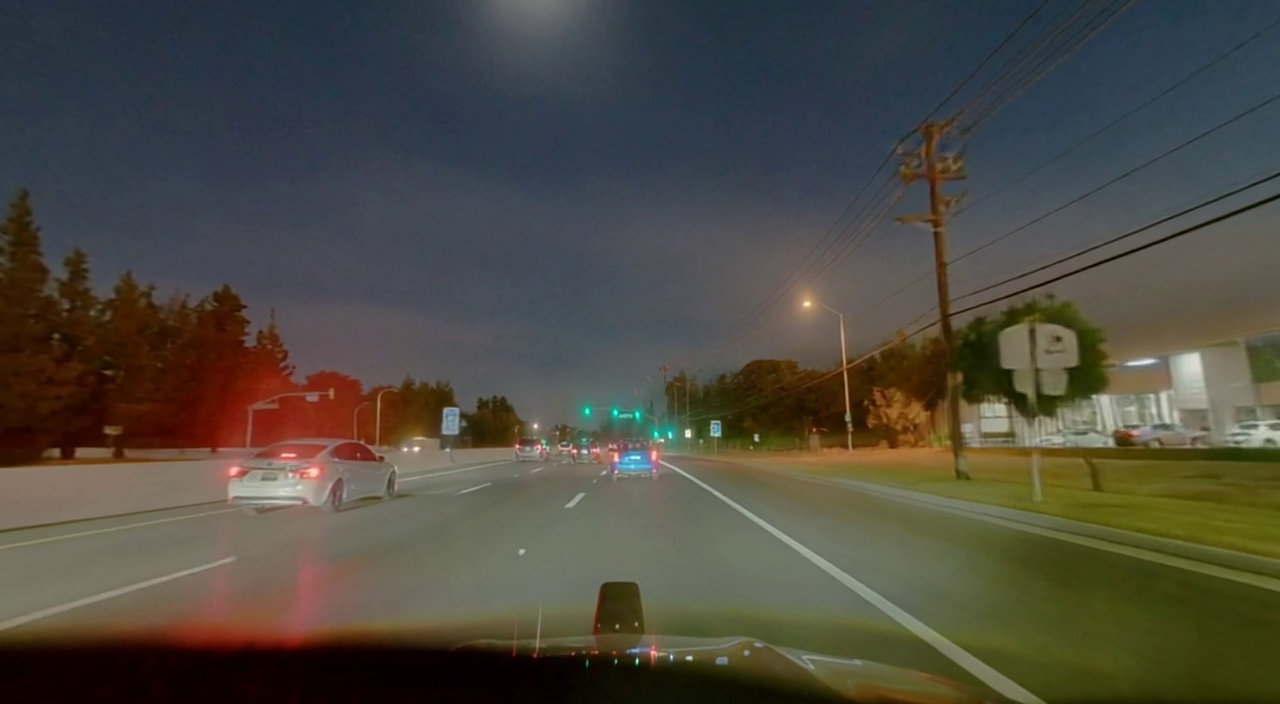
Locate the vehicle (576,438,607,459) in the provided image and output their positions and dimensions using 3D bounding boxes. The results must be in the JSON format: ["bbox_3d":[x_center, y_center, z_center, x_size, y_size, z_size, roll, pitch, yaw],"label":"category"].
[{"bbox_3d":[-3.546,7.176,47.074,2.055,1.510,3.961,0,-8,-1],"label":"vehicle"}]

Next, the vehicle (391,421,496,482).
[{"bbox_3d":[-6.786,3.500,22.508,2.144,1.905,4.967,0,-8,0],"label":"vehicle"}]

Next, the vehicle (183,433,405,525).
[{"bbox_3d":[-6.557,2.413,12.731,1.900,1.483,4.547,0,-8,0],"label":"vehicle"}]

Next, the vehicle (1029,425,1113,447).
[{"bbox_3d":[29.083,5.703,42.710,4.105,1.306,2.050,-2,-7,1],"label":"vehicle"}]

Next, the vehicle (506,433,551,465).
[{"bbox_3d":[-6.529,5.712,37.274,1.914,1.756,4.179,0,-8,0],"label":"vehicle"}]

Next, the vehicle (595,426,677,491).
[{"bbox_3d":[-0.144,3.073,18.619,2.140,1.653,4.108,0,-8,-1],"label":"vehicle"}]

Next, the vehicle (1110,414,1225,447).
[{"bbox_3d":[29.546,4.447,35.509,4.554,1.761,2.095,0,-8,0],"label":"vehicle"}]
